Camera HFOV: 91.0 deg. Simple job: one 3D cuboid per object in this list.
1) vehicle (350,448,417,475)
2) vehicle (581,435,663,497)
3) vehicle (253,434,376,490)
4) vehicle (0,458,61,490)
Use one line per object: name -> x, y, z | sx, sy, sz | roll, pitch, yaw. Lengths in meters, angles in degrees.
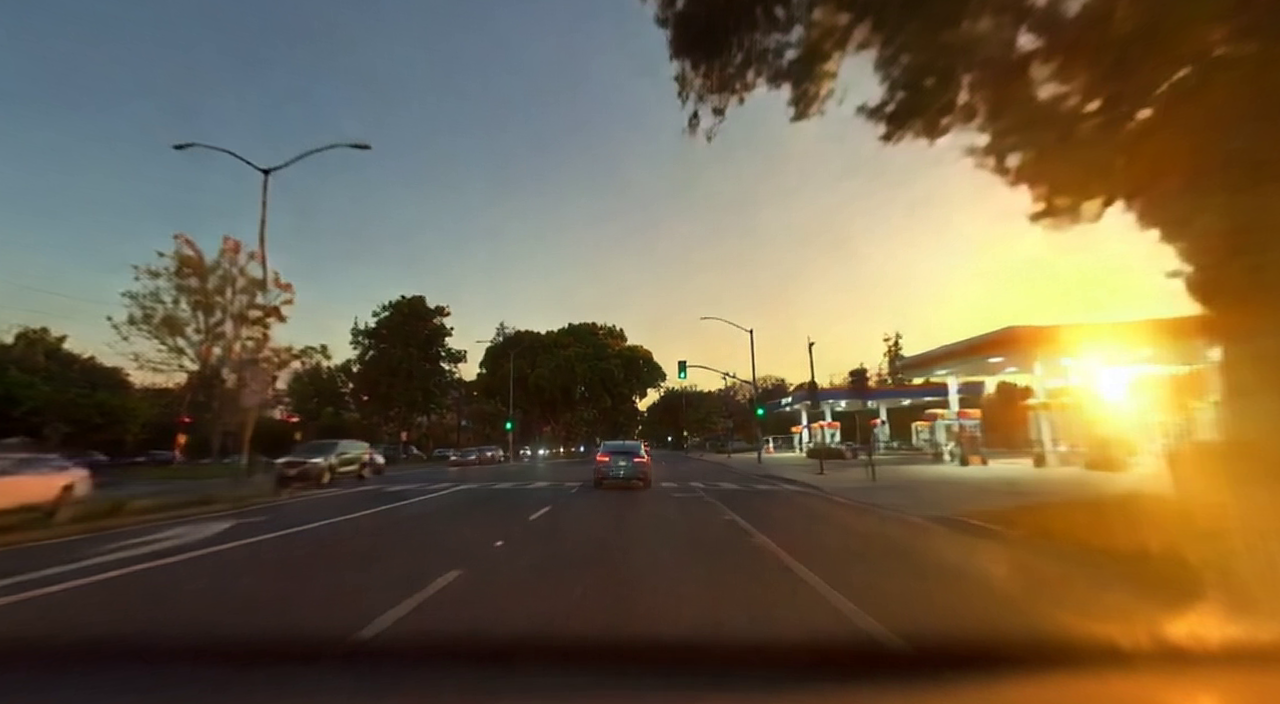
vehicle -> -15.455, 6.599, 38.227 | 1.960, 1.508, 4.794 | 0, -8, 1
vehicle -> -0.441, 3.157, 17.903 | 2.062, 1.519, 4.214 | 0, -8, 0
vehicle -> -12.657, 4.287, 24.946 | 2.161, 1.950, 4.962 | 0, -8, 0
vehicle -> -33.507, 6.371, 32.977 | 4.377, 1.521, 1.965 | 0, -8, 1
